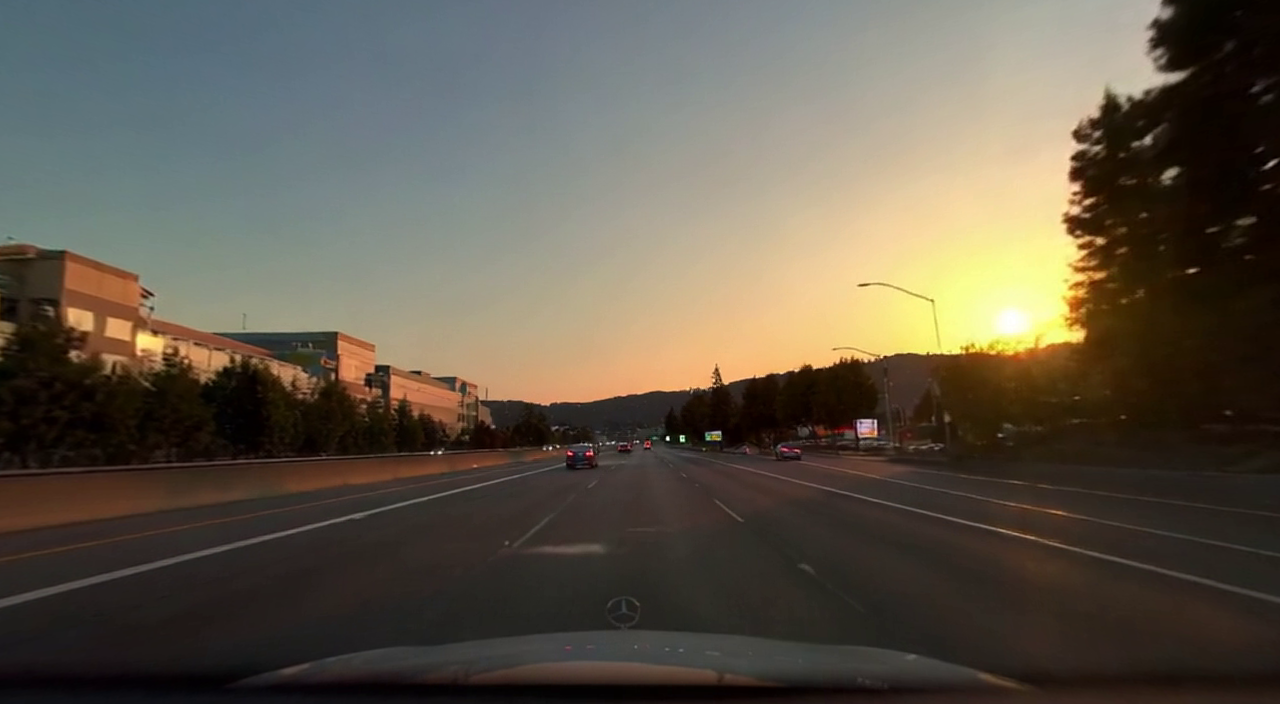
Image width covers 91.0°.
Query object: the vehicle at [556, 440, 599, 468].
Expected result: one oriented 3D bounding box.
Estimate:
[{"bbox_3d":[-3.607,5.995,37.060,2.015,1.557,4.229,0,-9,1],"label":"vehicle"}]
